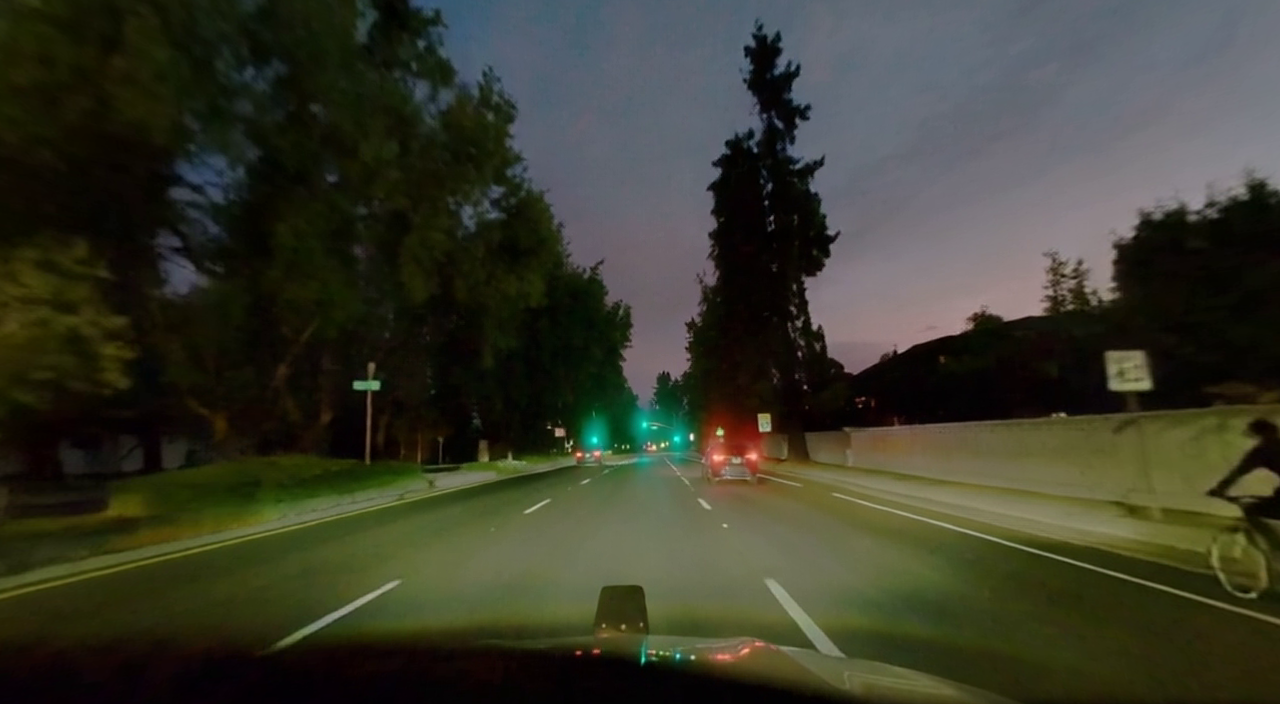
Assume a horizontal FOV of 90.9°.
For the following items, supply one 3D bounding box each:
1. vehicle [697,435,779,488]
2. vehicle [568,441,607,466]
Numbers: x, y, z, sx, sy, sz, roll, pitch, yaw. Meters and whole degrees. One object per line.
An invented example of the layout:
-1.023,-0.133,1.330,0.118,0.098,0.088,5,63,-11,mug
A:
3.037,3.516,20.524,1.992,1.511,4.464,0,-9,0,vehicle
-3.274,6.494,40.288,2.011,1.480,4.517,0,-9,1,vehicle
